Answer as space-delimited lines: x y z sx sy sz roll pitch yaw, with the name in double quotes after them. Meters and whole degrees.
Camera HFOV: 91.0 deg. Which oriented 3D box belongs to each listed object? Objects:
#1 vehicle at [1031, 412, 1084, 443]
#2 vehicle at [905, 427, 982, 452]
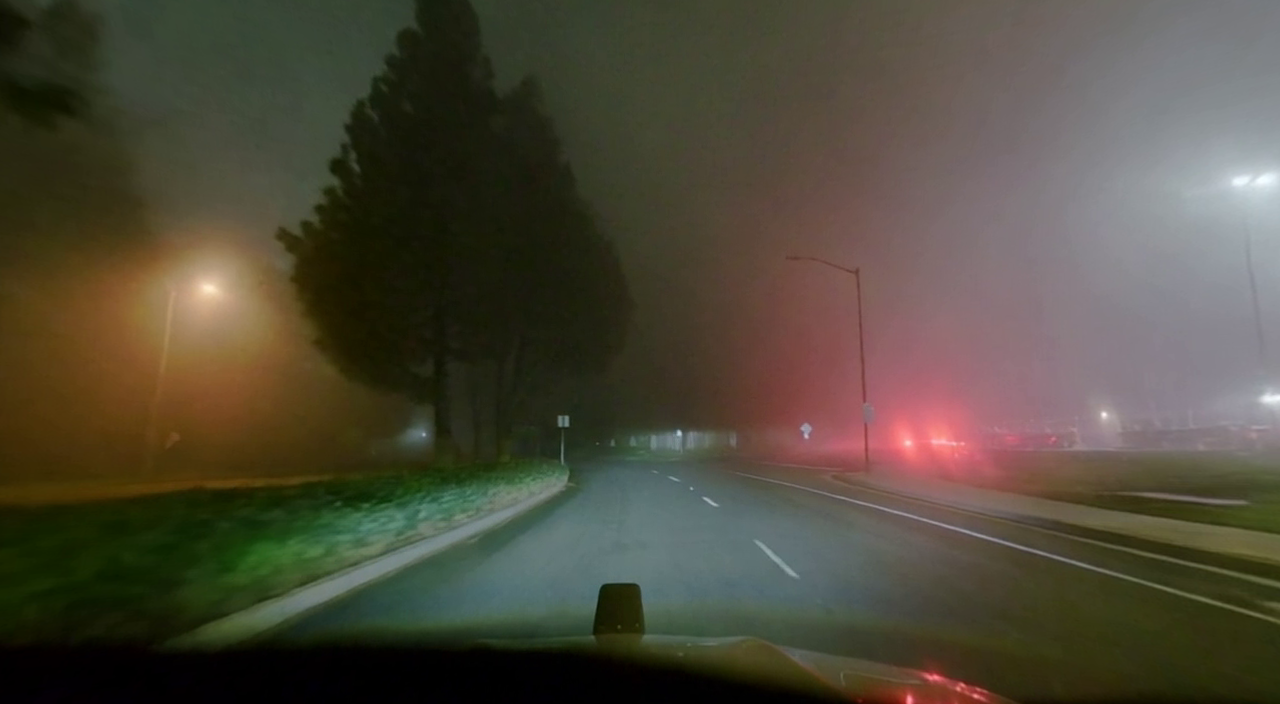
29.494 5.357 44.412 2.111 2.008 4.557 -8 -12 44 "vehicle"
21.006 6.099 43.588 4.499 1.627 2.003 -5 -10 33 "vehicle"
